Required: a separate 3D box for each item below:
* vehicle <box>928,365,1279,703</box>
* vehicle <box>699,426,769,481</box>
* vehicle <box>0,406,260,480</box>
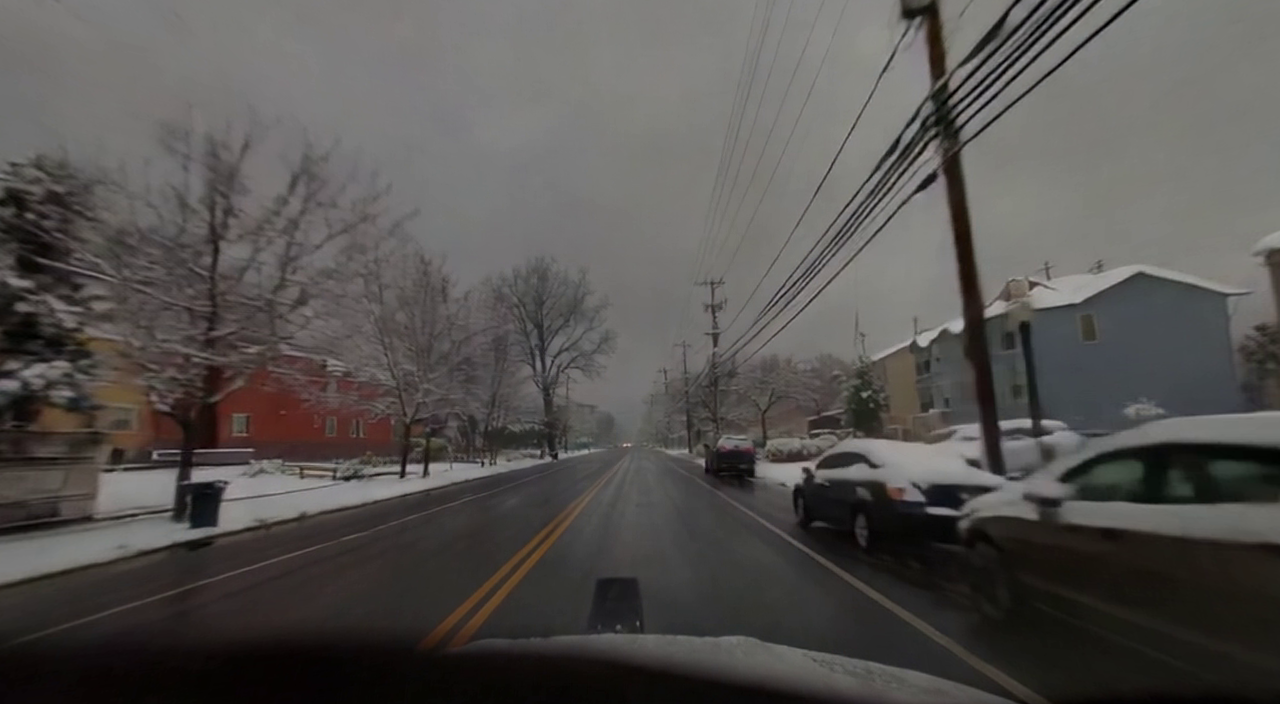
[{"bbox_3d":[3.555,0.973,3.127,1.955,1.665,4.818,0,-8,0],"label":"vehicle"},{"bbox_3d":[3.765,4.170,26.206,2.088,2.019,4.802,0,-8,-1],"label":"vehicle"},{"bbox_3d":[-21.366,3.833,27.644,2.970,2.515,10.445,-2,-7,0],"label":"vehicle"}]
